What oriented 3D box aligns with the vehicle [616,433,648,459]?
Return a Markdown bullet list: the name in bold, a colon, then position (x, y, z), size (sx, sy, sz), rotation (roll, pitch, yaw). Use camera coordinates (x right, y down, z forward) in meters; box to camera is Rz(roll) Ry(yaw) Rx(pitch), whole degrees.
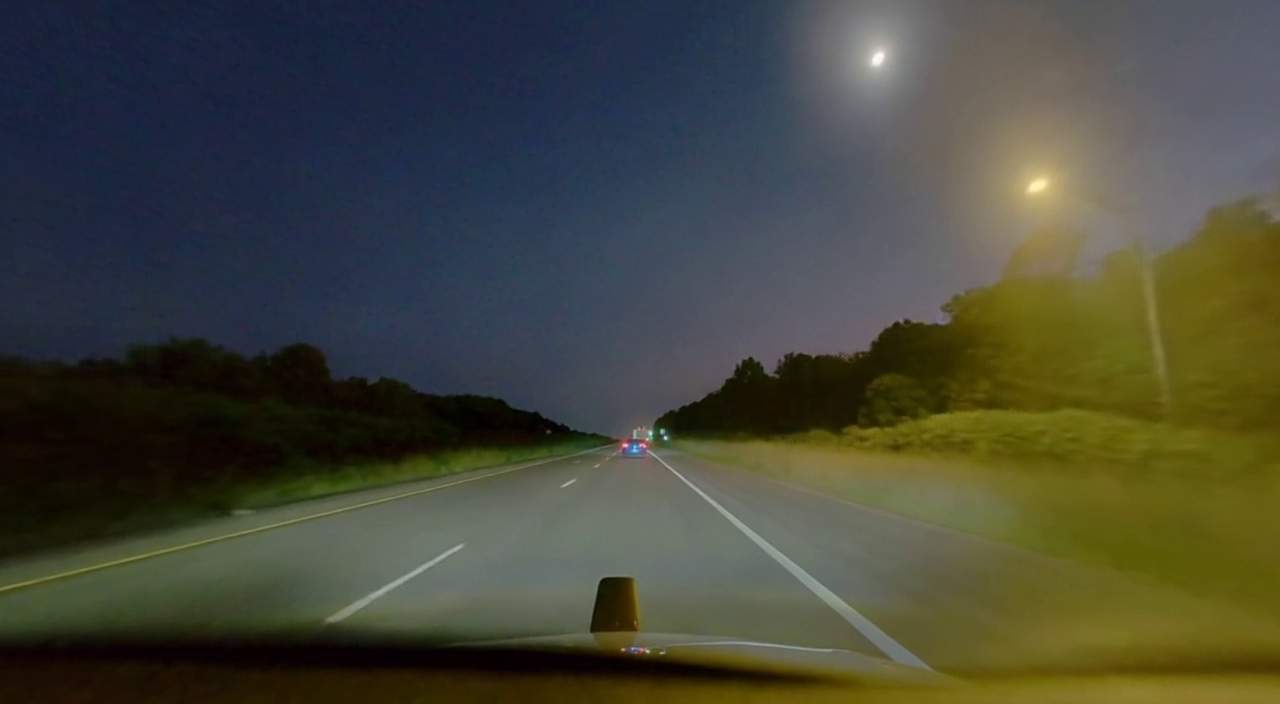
- **vehicle**: position (-0.594, 6.682, 44.741), size (2.180, 1.717, 4.139), rotation (0, -8, -1)
